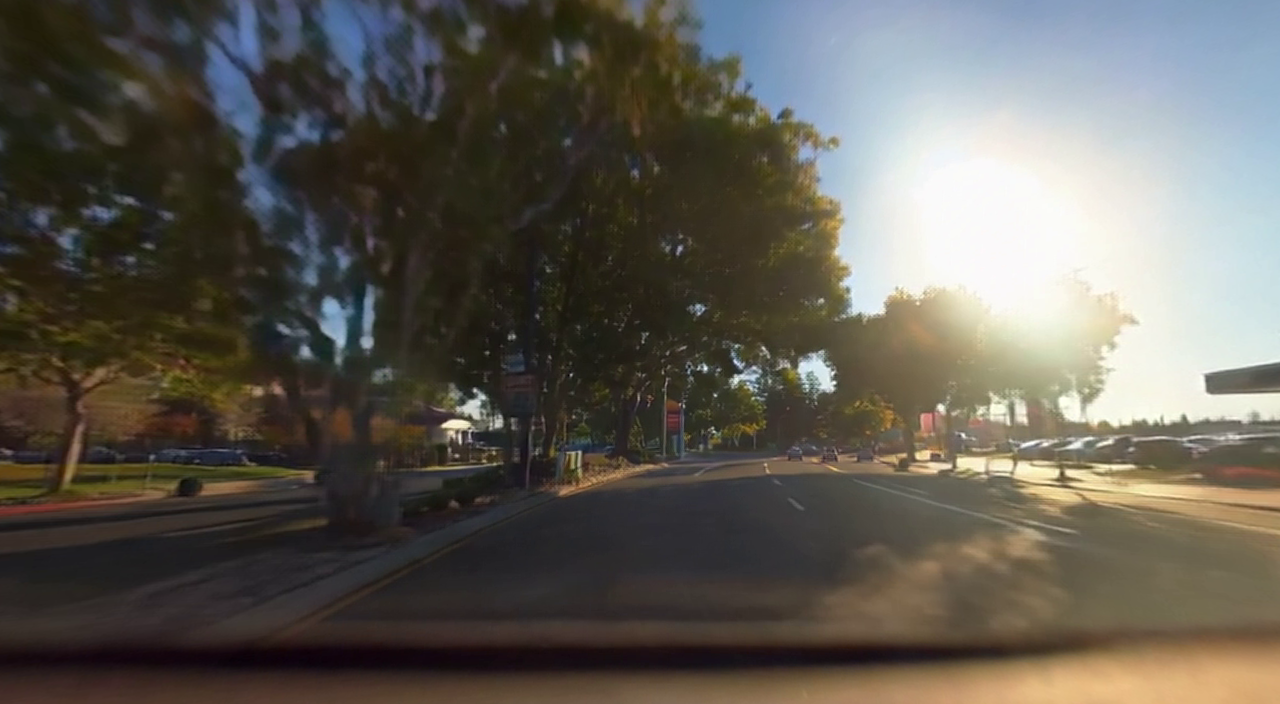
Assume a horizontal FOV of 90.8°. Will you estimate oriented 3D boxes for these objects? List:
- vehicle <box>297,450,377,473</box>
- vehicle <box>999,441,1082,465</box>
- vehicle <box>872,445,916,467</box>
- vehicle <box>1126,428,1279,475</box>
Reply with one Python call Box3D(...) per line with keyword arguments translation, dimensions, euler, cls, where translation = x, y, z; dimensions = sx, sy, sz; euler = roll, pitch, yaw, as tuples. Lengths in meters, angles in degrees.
Box3D(translation=(-20.125, 7.244, 42.048), dimensions=(4.520, 1.439, 1.919), euler=(-2, -9, 14), cls="vehicle")
Box3D(translation=(26.077, 6.594, 41.332), dimensions=(1.843, 1.455, 4.558), euler=(2, -9, -11), cls="vehicle")
Box3D(translation=(18.465, 7.580, 46.175), dimensions=(2.099, 1.464, 4.615), euler=(-2, -9, 11), cls="vehicle")
Box3D(translation=(24.099, 4.163, 26.644), dimensions=(2.239, 1.742, 5.364), euler=(2, -9, -14), cls="vehicle")
